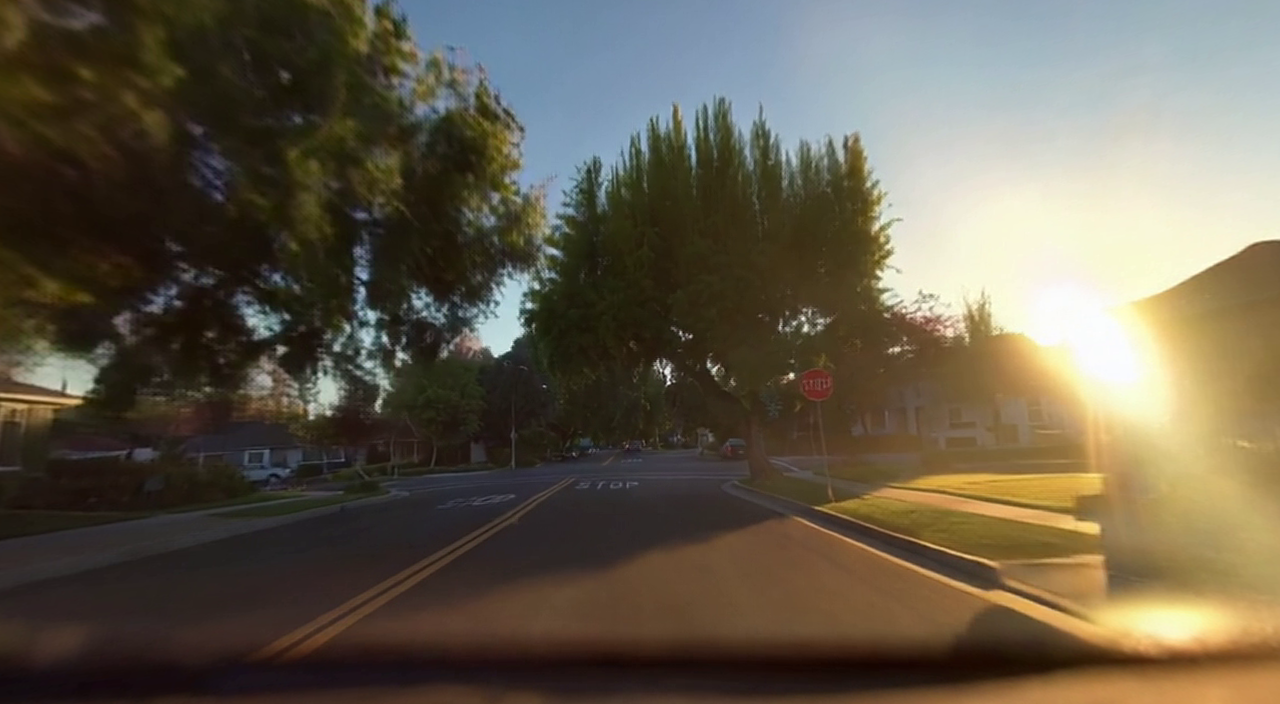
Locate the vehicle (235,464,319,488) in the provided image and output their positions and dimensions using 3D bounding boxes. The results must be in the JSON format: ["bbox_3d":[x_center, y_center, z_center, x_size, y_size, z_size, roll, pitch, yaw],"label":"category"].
[{"bbox_3d":[-24.259,8.298,42.326,4.380,1.462,1.864,0,-9,-1],"label":"vehicle"}]
